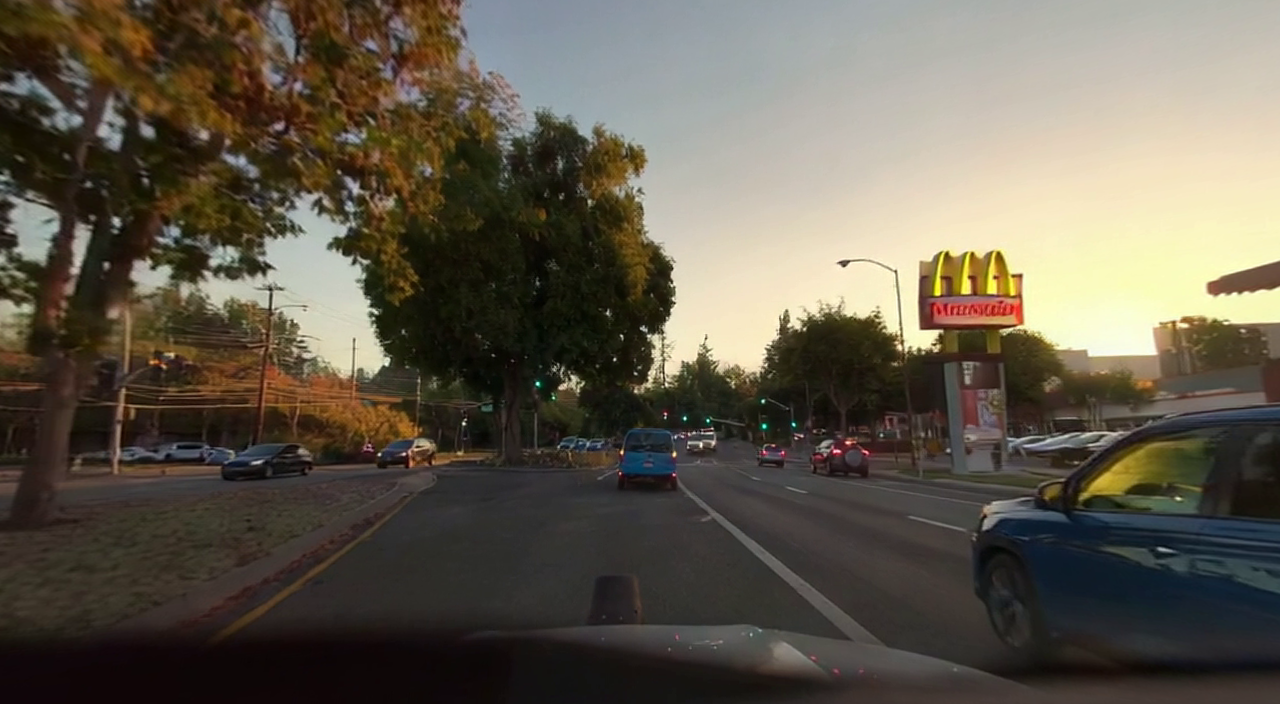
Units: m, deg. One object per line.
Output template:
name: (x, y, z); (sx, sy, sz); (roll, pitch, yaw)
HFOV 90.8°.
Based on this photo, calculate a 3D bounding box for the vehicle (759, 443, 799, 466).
vehicle: (9.692, 7.138, 44.308); (1.879, 1.517, 4.006); (0, -9, 0)

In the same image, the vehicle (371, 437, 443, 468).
vehicle: (-14.528, 6.284, 39.678); (2.311, 1.849, 4.889); (-1, -9, 5)

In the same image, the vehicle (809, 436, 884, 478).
vehicle: (9.414, 4.822, 29.160); (1.977, 1.786, 4.344); (0, -8, 0)

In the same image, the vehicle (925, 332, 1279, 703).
vehicle: (3.367, 0.874, 2.835); (2.076, 1.716, 4.416); (0, -9, 0)

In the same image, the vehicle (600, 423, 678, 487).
vehicle: (-0.077, 3.487, 21.627); (2.402, 1.938, 4.535); (0, -9, -1)

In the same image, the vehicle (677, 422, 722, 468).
vehicle: (3.583, 5.709, 39.100); (2.239, 2.586, 4.586); (1, -8, -1)

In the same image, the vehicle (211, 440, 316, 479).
vehicle: (-18.752, 5.356, 31.814); (2.050, 1.797, 4.945); (0, -9, 2)
